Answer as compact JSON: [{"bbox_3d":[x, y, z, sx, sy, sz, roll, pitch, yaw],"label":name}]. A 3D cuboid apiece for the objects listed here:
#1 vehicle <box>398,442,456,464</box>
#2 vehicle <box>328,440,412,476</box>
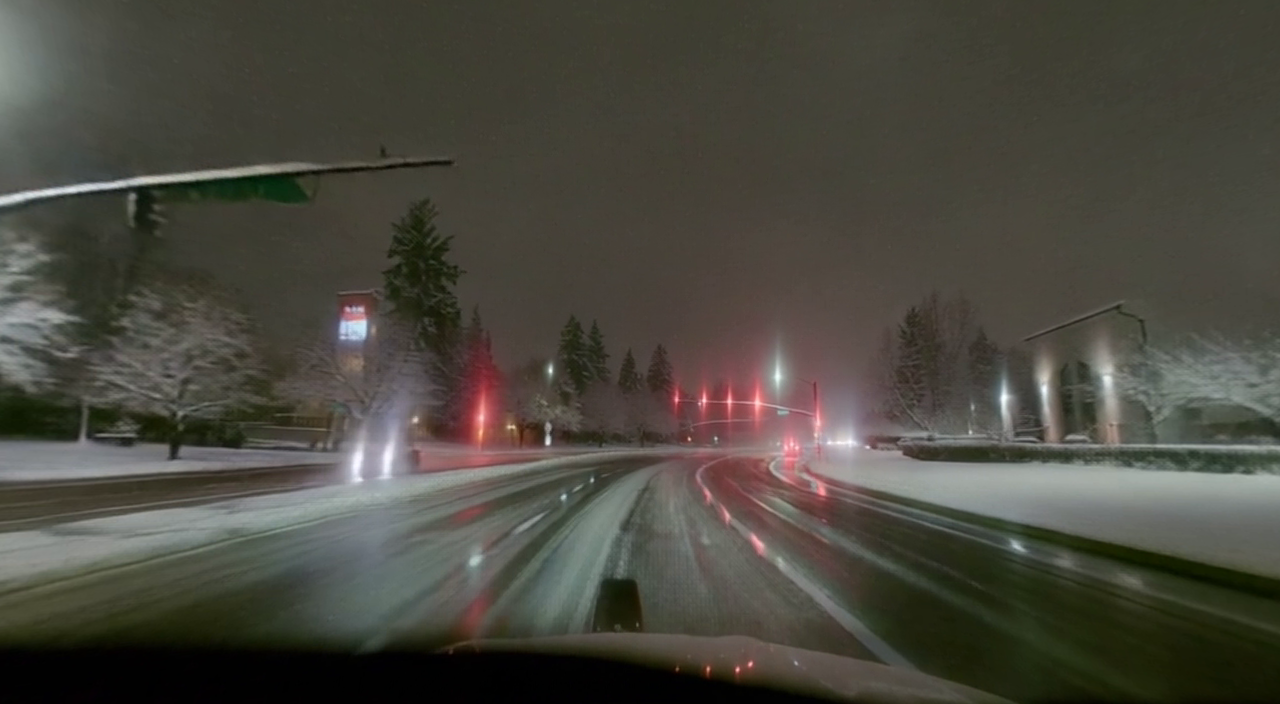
[{"bbox_3d":[-15.231,7.264,45.490,1.975,1.500,4.814,-1,-8,7],"label":"vehicle"},{"bbox_3d":[-13.756,5.400,32.532,2.080,1.695,4.454,-1,-8,5],"label":"vehicle"}]
